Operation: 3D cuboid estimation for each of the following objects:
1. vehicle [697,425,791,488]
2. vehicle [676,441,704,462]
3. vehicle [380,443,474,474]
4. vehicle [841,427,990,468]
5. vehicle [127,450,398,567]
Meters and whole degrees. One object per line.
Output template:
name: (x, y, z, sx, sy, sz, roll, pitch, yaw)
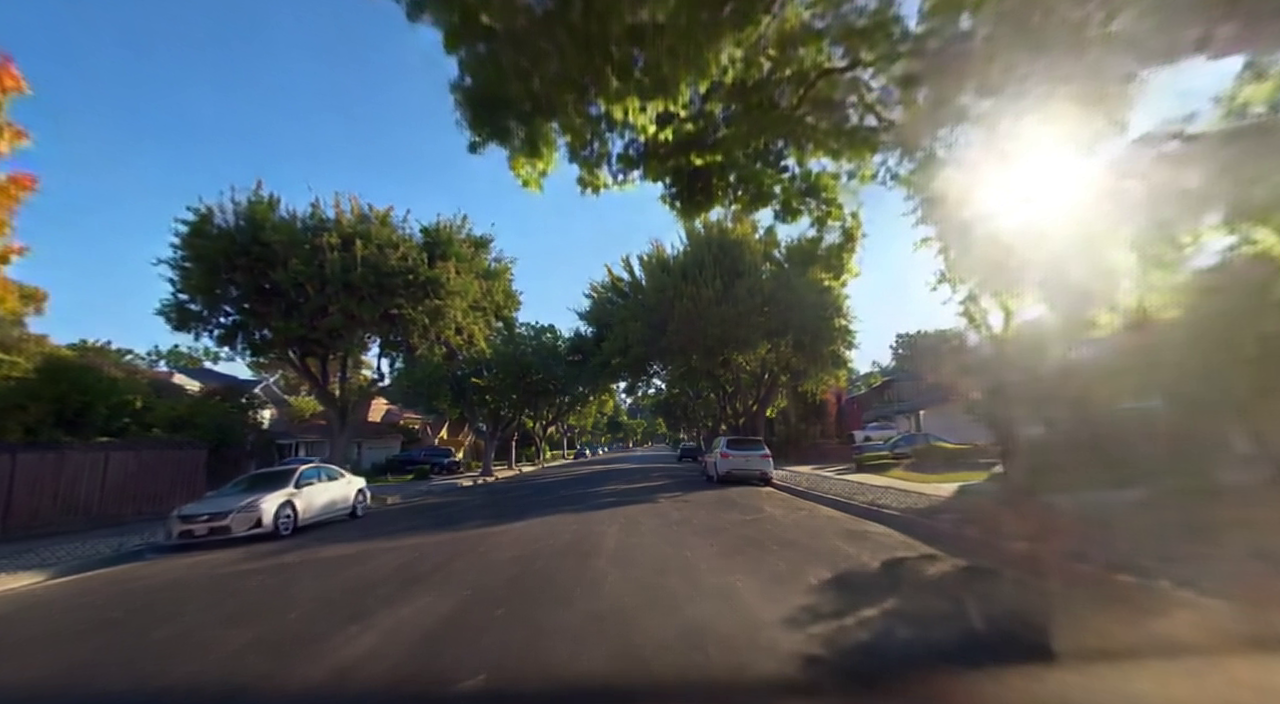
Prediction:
vehicle: (3.337, 3.485, 21.380, 2.241, 1.875, 5.059, 0, -8, -1)
vehicle: (3.798, 7.651, 48.746, 2.016, 1.567, 4.228, -1, -8, 2)
vehicle: (-12.794, 6.416, 38.136, 4.928, 1.797, 1.981, -1, -8, 2)
vehicle: (10.644, 3.759, 24.871, 5.041, 1.486, 1.969, -2, -9, 14)
vehicle: (-6.249, 2.571, 11.225, 2.099, 1.399, 4.357, -4, -8, 1)
